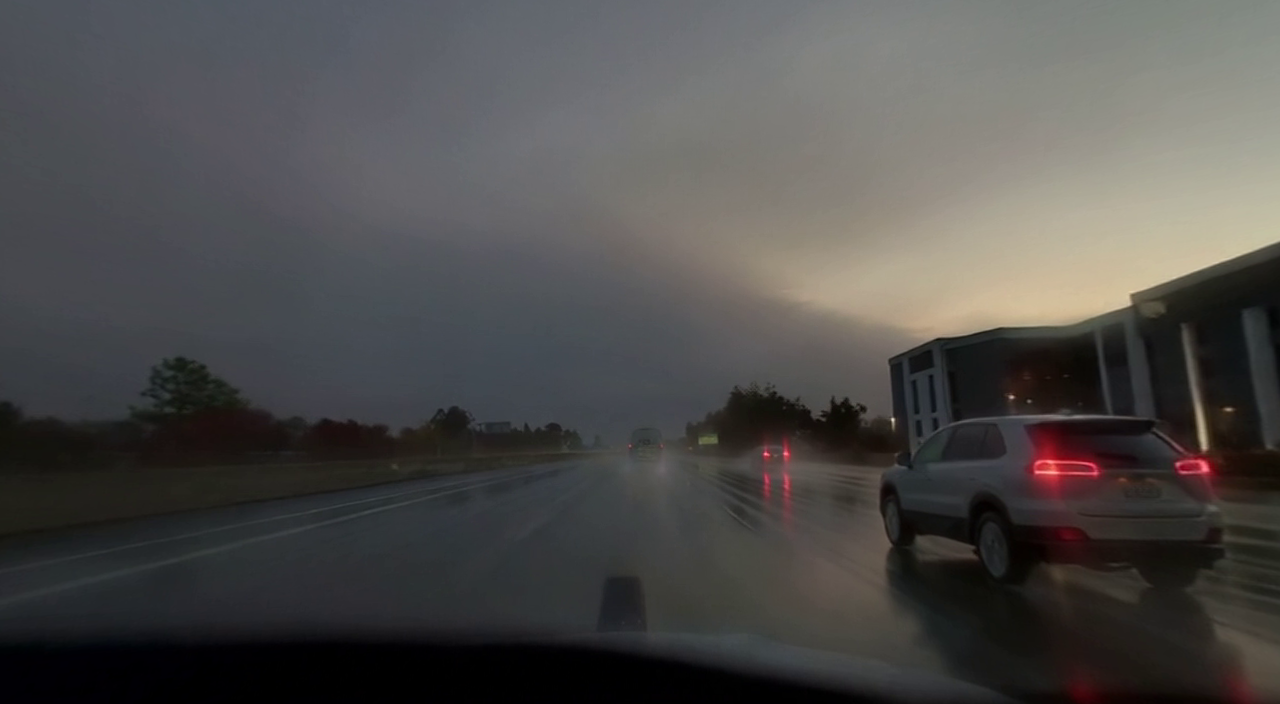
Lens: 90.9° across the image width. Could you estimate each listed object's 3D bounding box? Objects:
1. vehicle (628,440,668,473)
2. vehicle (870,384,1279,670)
[{"bbox_3d":[0.384,5.604,33.768,2.015,1.639,4.086,0,-9,0],"label":"vehicle"},{"bbox_3d":[4.177,1.344,6.147,2.008,1.595,5.082,-1,-8,1],"label":"vehicle"}]
